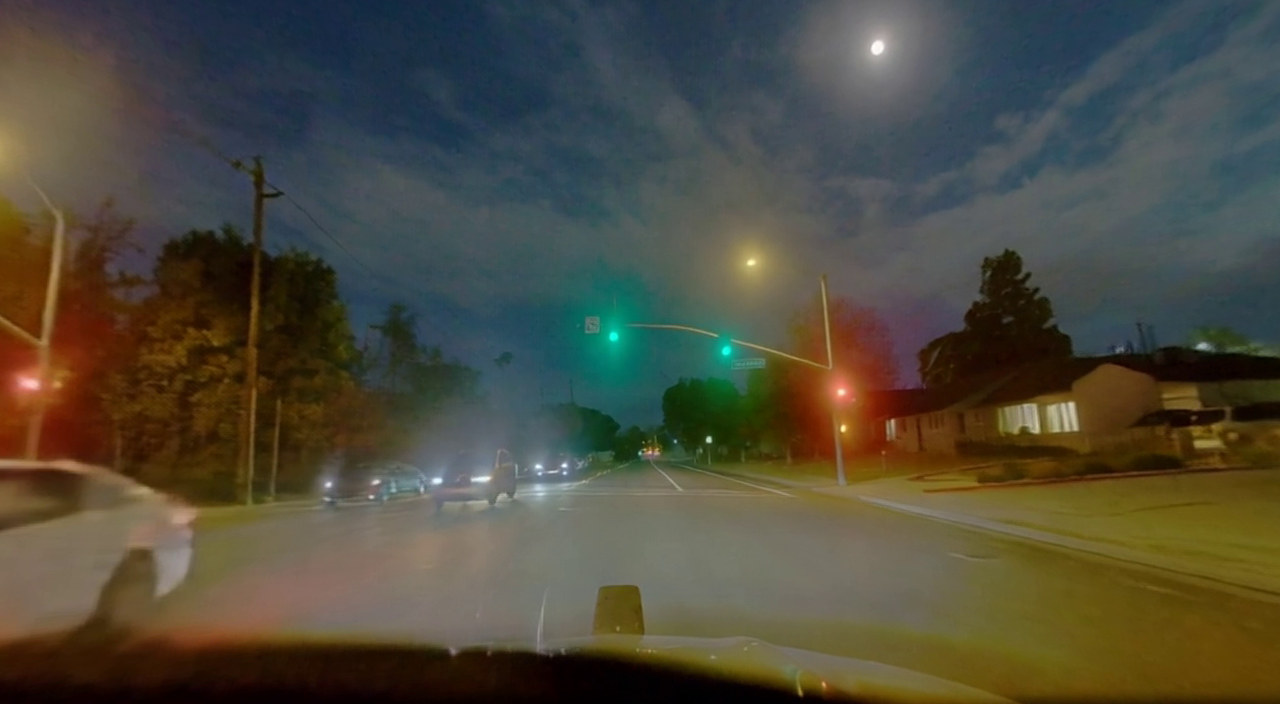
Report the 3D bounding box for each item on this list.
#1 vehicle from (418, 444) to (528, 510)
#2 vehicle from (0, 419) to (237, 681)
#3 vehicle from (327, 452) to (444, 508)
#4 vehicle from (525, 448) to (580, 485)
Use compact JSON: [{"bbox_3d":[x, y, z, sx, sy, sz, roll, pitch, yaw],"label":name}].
[{"bbox_3d":[-4.603,3.474,18.104,1.999,1.652,3.962,0,-8,1],"label":"vehicle"},{"bbox_3d":[-4.615,1.110,3.492,2.003,1.462,4.220,0,-8,-1],"label":"vehicle"},{"bbox_3d":[-8.087,4.064,20.537,1.994,1.542,4.184,0,-8,1],"label":"vehicle"},{"bbox_3d":[-4.440,5.876,32.736,2.095,1.731,4.462,0,-8,1],"label":"vehicle"}]
